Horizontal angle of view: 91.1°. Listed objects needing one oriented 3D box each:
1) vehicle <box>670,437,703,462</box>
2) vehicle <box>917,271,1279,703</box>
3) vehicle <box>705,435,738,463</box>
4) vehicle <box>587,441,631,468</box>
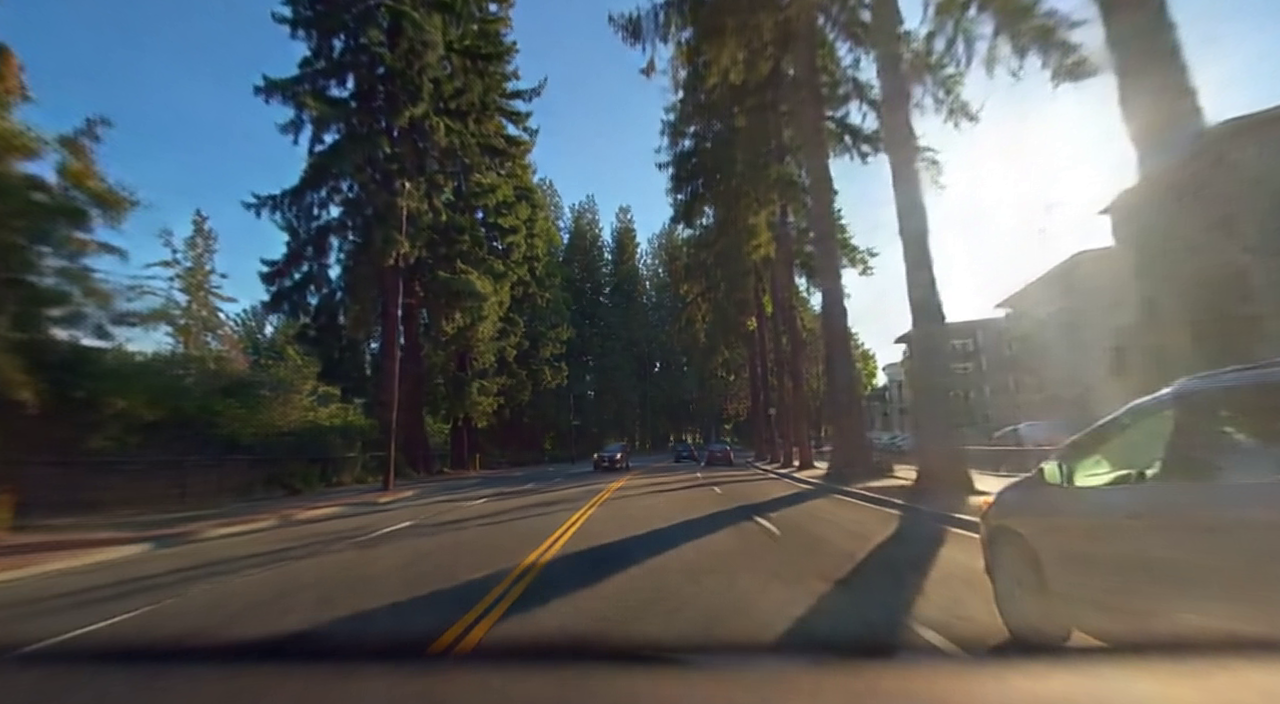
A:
[{"bbox_3d":[3.756,7.688,49.790,2.158,1.852,4.485,-2,-9,10],"label":"vehicle"},{"bbox_3d":[3.241,0.690,2.178,2.219,1.881,5.104,0,-8,0],"label":"vehicle"},{"bbox_3d":[5.490,6.573,42.518,2.069,1.791,4.422,-1,-8,6],"label":"vehicle"},{"bbox_3d":[-1.808,6.153,37.843,1.958,1.538,4.081,-1,-8,6],"label":"vehicle"}]
